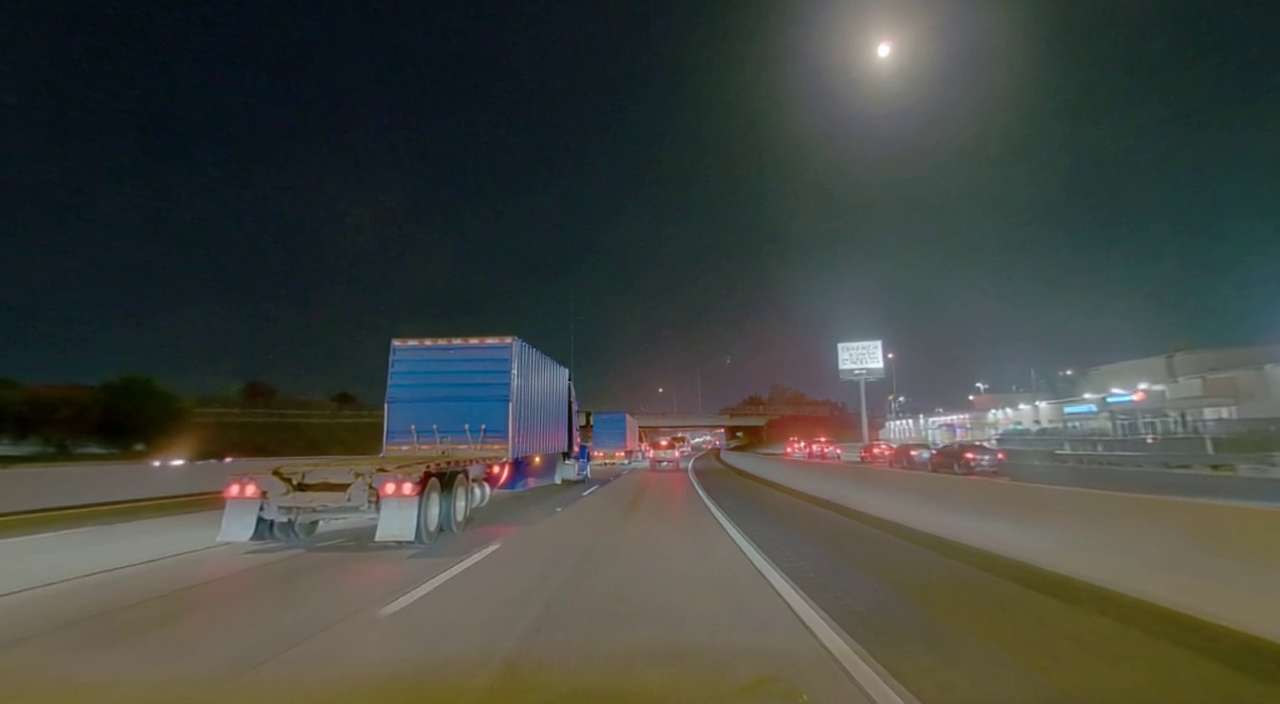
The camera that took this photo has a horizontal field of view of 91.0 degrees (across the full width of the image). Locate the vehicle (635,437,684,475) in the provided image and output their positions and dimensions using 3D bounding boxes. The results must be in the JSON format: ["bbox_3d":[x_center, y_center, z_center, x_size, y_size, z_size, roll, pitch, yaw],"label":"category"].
[{"bbox_3d":[0.974,4.960,30.190,2.178,1.640,4.071,-1,-9,3],"label":"vehicle"}]

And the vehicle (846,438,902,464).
[{"bbox_3d":[15.702,6.668,42.548,2.237,1.656,4.676,-1,-9,3],"label":"vehicle"}]

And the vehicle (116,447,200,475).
[{"bbox_3d":[-26.093,5.891,34.264,1.614,1.454,3.698,0,-8,0],"label":"vehicle"}]

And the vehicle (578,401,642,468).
[{"bbox_3d":[-1.743,5.559,41.743,3.073,3.894,9.782,-1,-9,4],"label":"vehicle"}]

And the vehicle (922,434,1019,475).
[{"bbox_3d":[14.612,4.561,28.187,2.022,1.675,4.792,-1,-9,5],"label":"vehicle"}]

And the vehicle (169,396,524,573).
[{"bbox_3d":[-3.338,1.613,8.242,2.896,1.779,3.441,-1,-8,2],"label":"vehicle"}]
